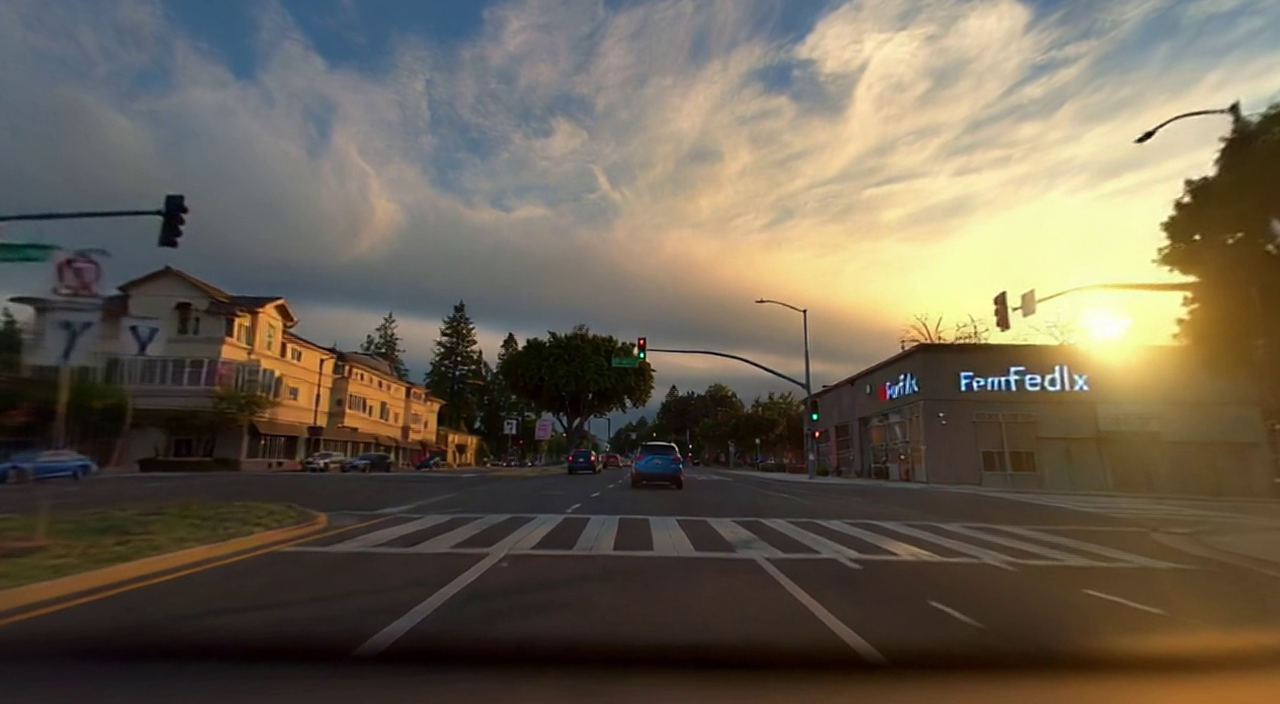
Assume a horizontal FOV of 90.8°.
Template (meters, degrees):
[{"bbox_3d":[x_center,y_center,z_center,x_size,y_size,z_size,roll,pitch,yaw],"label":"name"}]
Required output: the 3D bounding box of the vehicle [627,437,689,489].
[{"bbox_3d":[0.683,4.480,25.838,2.273,1.909,5.075,0,-9,0],"label":"vehicle"}]

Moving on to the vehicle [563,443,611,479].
[{"bbox_3d":[-2.875,6.030,35.235,2.202,1.856,4.516,0,-9,1],"label":"vehicle"}]

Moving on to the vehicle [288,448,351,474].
[{"bbox_3d":[-24.728,8.419,49.005,2.182,1.906,5.364,0,-9,-1],"label":"vehicle"}]

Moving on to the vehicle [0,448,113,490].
[{"bbox_3d":[-24.544,4.658,25.558,2.030,1.522,5.068,0,-9,0],"label":"vehicle"}]

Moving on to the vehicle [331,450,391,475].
[{"bbox_3d":[-19.379,7.656,44.143,1.948,1.586,4.962,0,-9,0],"label":"vehicle"}]
